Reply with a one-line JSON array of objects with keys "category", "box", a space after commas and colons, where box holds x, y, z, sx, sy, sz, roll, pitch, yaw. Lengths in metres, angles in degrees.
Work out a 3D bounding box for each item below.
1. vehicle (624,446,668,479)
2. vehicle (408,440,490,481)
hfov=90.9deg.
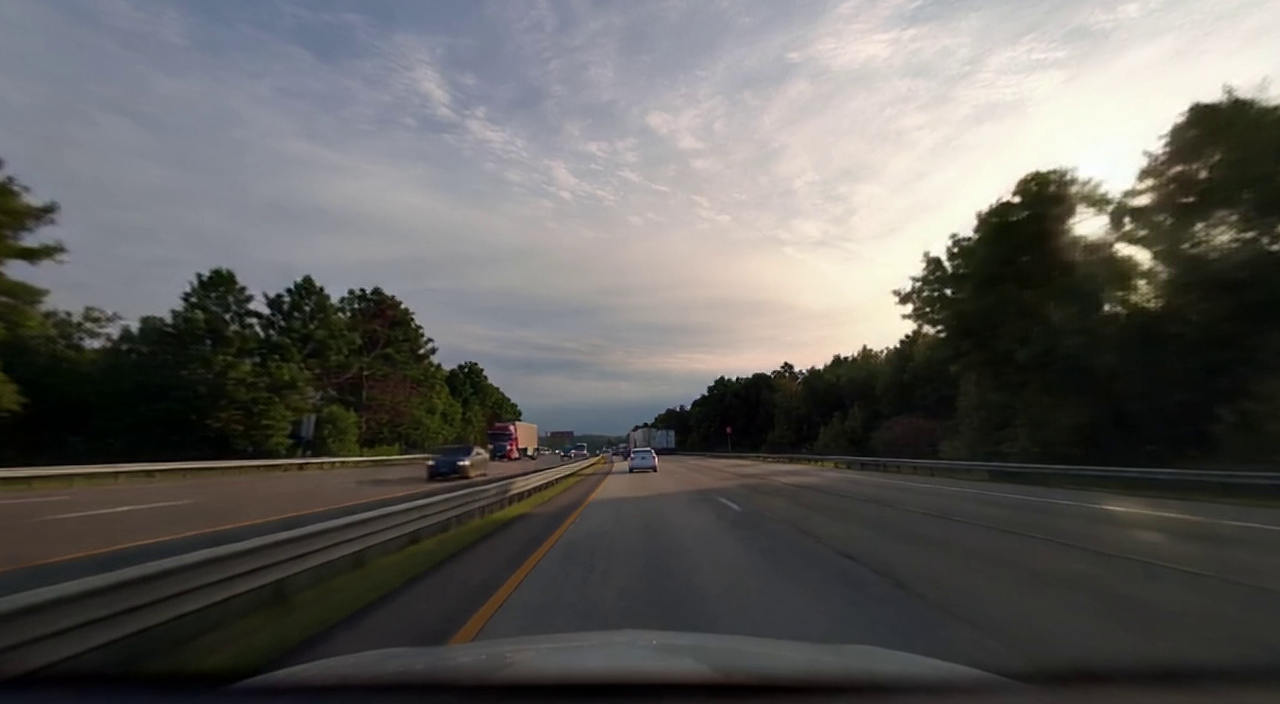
[{"category": "vehicle", "box": [0.233, 5.443, 31.384, 2.069, 1.523, 4.012, 0, -9, -2]}, {"category": "vehicle", "box": [-7.534, 4.340, 25.364, 1.978, 1.485, 4.330, 0, -9, 0]}]
